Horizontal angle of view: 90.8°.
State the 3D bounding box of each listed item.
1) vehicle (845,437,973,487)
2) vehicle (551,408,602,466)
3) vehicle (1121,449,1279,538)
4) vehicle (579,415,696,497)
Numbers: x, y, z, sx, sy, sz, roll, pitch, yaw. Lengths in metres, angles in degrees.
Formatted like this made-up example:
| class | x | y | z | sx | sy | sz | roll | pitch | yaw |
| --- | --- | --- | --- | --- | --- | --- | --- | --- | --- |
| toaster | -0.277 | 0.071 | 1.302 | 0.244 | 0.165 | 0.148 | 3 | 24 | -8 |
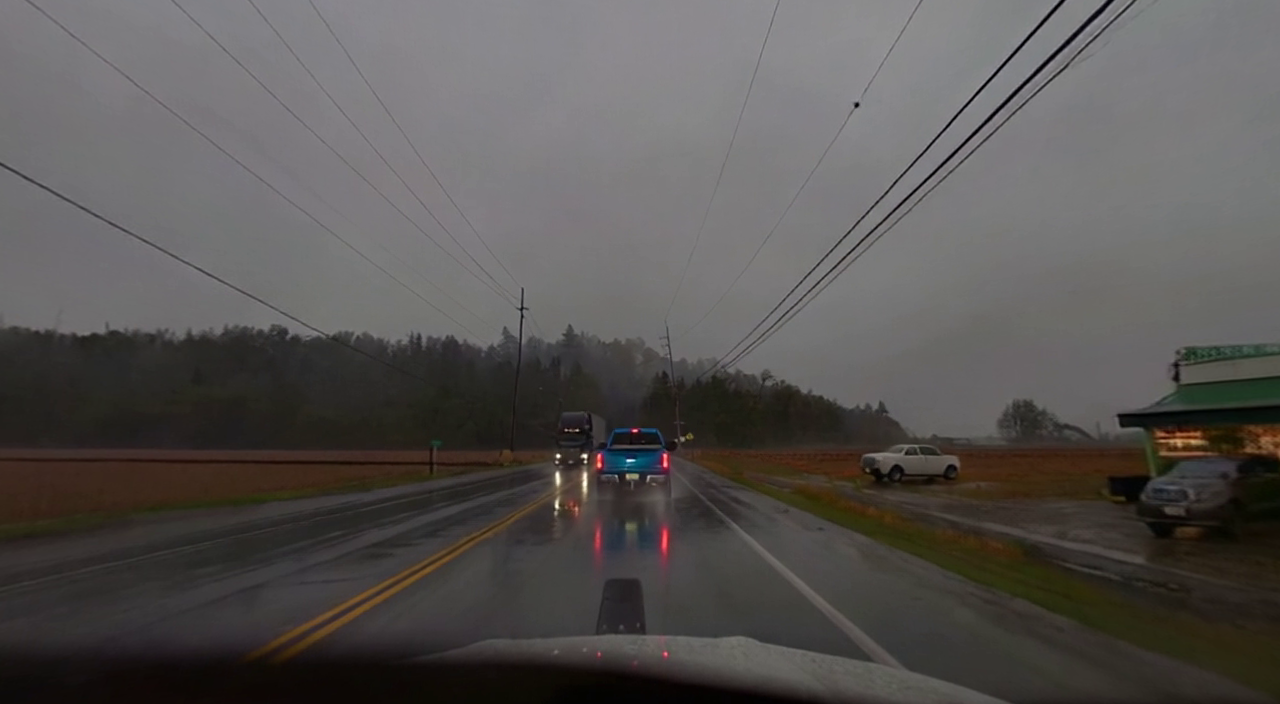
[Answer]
| class | x | y | z | sx | sy | sz | roll | pitch | yaw |
| --- | --- | --- | --- | --- | --- | --- | --- | --- | --- |
| vehicle | 10.750 | 4.310 | 25.076 | 5.304 | 1.754 | 2.340 | 7 | -11 | -38 |
| vehicle | -4.626 | 6.513 | 47.851 | 3.063 | 3.986 | 7.883 | 0 | -8 | 0 |
| vehicle | 11.938 | 2.688 | 12.654 | 4.571 | 1.451 | 1.906 | 5 | -10 | -29 |
| vehicle | -0.059 | 3.161 | 19.607 | 2.921 | 2.031 | 7.416 | 0 | -8 | 0 |
